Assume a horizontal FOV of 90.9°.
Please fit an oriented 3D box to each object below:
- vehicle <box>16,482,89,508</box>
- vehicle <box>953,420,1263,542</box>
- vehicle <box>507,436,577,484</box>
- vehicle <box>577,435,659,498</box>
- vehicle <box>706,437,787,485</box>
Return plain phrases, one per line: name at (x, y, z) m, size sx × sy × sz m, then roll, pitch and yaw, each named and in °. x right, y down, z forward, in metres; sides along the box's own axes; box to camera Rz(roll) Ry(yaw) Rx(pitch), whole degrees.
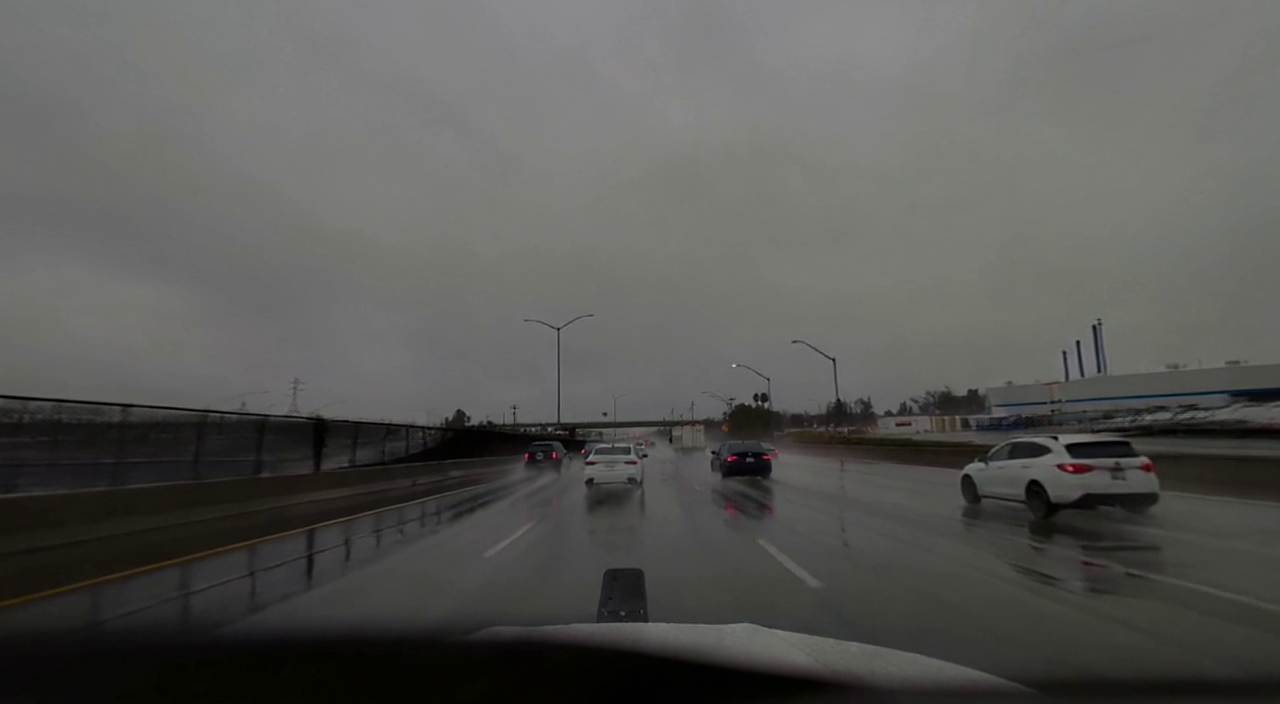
vehicle at (-46.335, 11.265, 49.843) m, size 2.037 × 1.464 × 4.663 m, roll -1°, pitch -8°, yaw -12°
vehicle at (6.966, 1.927, 10.062) m, size 1.860 × 1.520 × 3.961 m, roll -1°, pitch -8°, yaw 0°
vehicle at (-3.704, 4.144, 24.628) m, size 2.036 × 1.669 × 4.112 m, roll -1°, pitch -8°, yaw 0°
vehicle at (-0.518, 3.229, 18.377) m, size 2.067 × 1.555 × 4.851 m, roll -1°, pitch -8°, yaw 1°
vehicle at (3.504, 3.668, 21.611) m, size 1.942 × 1.453 × 4.329 m, roll 0°, pitch -8°, yaw -1°
